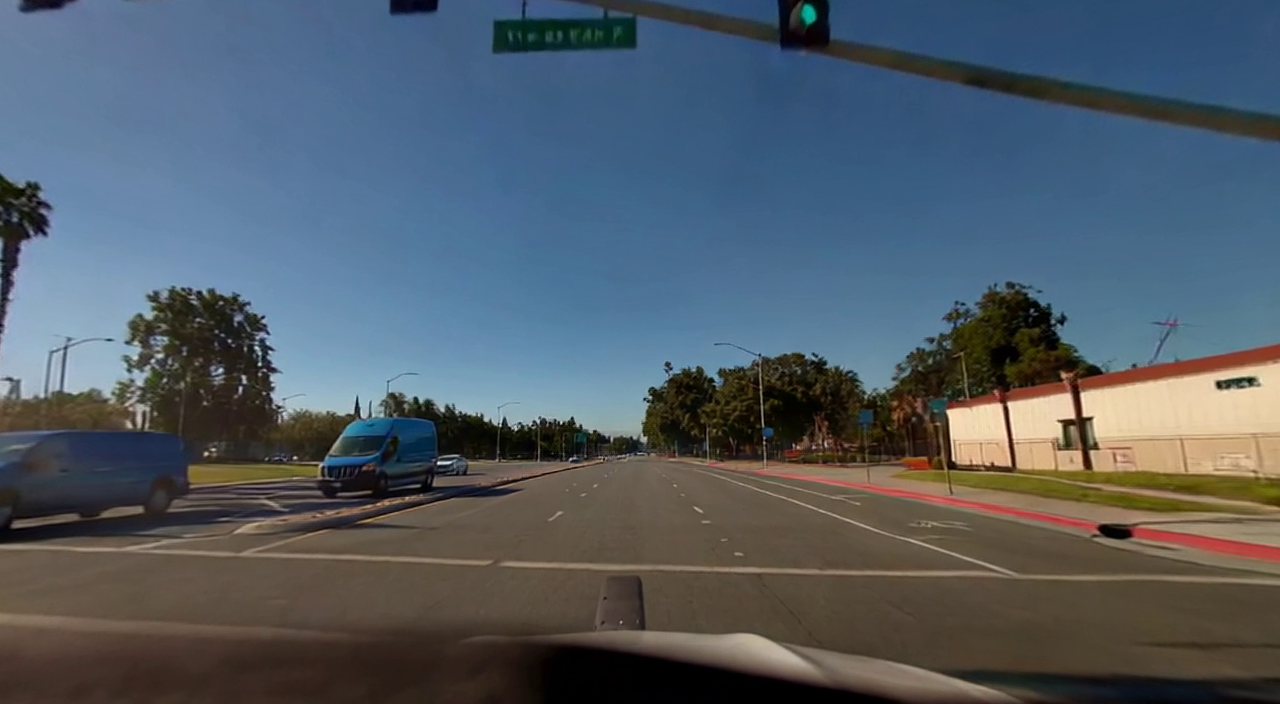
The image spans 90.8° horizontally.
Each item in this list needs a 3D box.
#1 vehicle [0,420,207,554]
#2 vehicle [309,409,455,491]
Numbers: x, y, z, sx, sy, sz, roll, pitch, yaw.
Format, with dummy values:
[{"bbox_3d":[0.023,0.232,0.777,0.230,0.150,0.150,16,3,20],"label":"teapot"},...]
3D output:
[{"bbox_3d":[-9.165,1.944,9.529,2.074,1.681,4.417,0,-9,0],"label":"vehicle"},{"bbox_3d":[-9.593,3.783,24.519,2.509,2.712,7.034,0,-9,2],"label":"vehicle"}]
